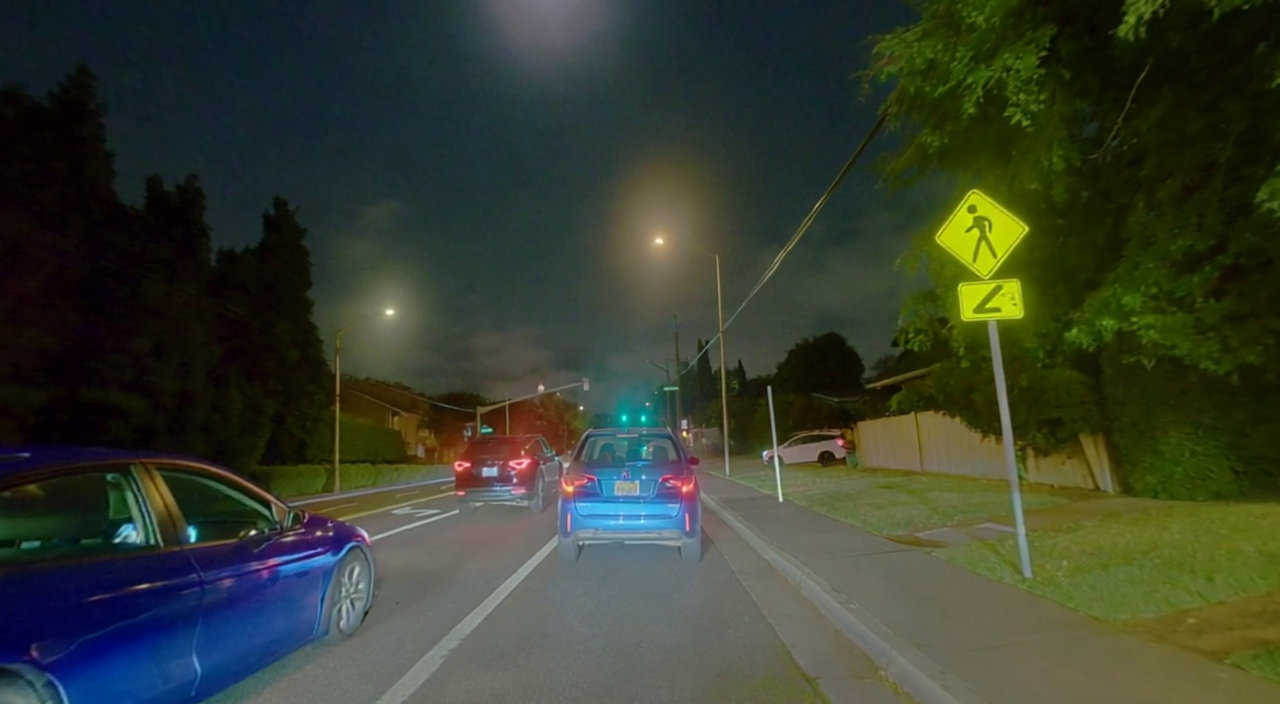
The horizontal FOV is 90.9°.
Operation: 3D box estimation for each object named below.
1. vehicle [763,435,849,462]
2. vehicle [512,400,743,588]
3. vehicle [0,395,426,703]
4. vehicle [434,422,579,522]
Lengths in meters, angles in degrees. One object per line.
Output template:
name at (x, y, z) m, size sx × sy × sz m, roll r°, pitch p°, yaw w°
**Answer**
vehicle at (9.345, 5.480, 35.782) m, size 4.456 × 1.504 × 1.914 m, roll -1°, pitch -9°, yaw 5°
vehicle at (-0.118, 1.600, 7.819) m, size 2.120 × 1.718 × 3.909 m, roll 0°, pitch -9°, yaw 0°
vehicle at (-2.869, 1.044, 2.998) m, size 1.968 × 1.472 × 4.685 m, roll 0°, pitch -9°, yaw 1°
vehicle at (-2.564, 2.436, 13.245) m, size 2.000 × 1.737 × 4.133 m, roll 0°, pitch -9°, yaw 2°
